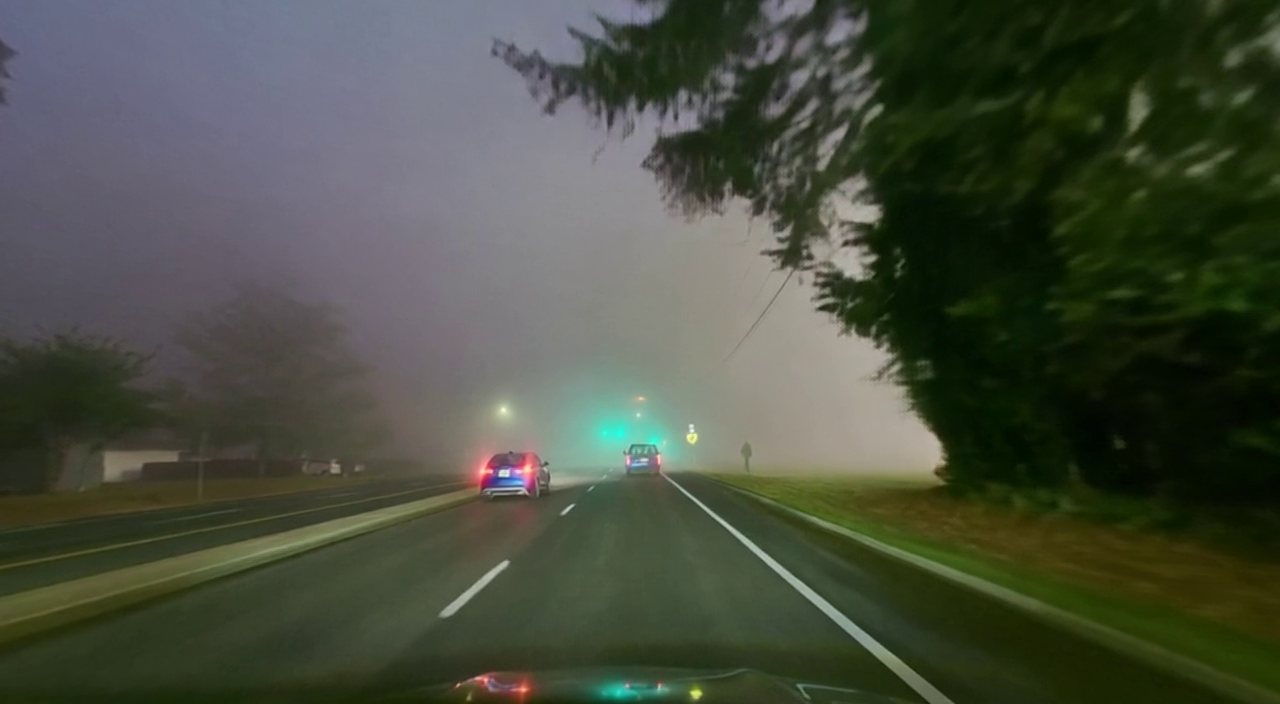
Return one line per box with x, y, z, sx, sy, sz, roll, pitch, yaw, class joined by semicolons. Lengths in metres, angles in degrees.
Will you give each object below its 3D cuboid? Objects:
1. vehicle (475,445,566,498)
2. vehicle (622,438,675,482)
-3.637;3.699;19.920;2.036;1.447;4.044;0;-8;0;vehicle
0.298;4.846;28.623;2.215;1.799;4.426;0;-8;-1;vehicle
